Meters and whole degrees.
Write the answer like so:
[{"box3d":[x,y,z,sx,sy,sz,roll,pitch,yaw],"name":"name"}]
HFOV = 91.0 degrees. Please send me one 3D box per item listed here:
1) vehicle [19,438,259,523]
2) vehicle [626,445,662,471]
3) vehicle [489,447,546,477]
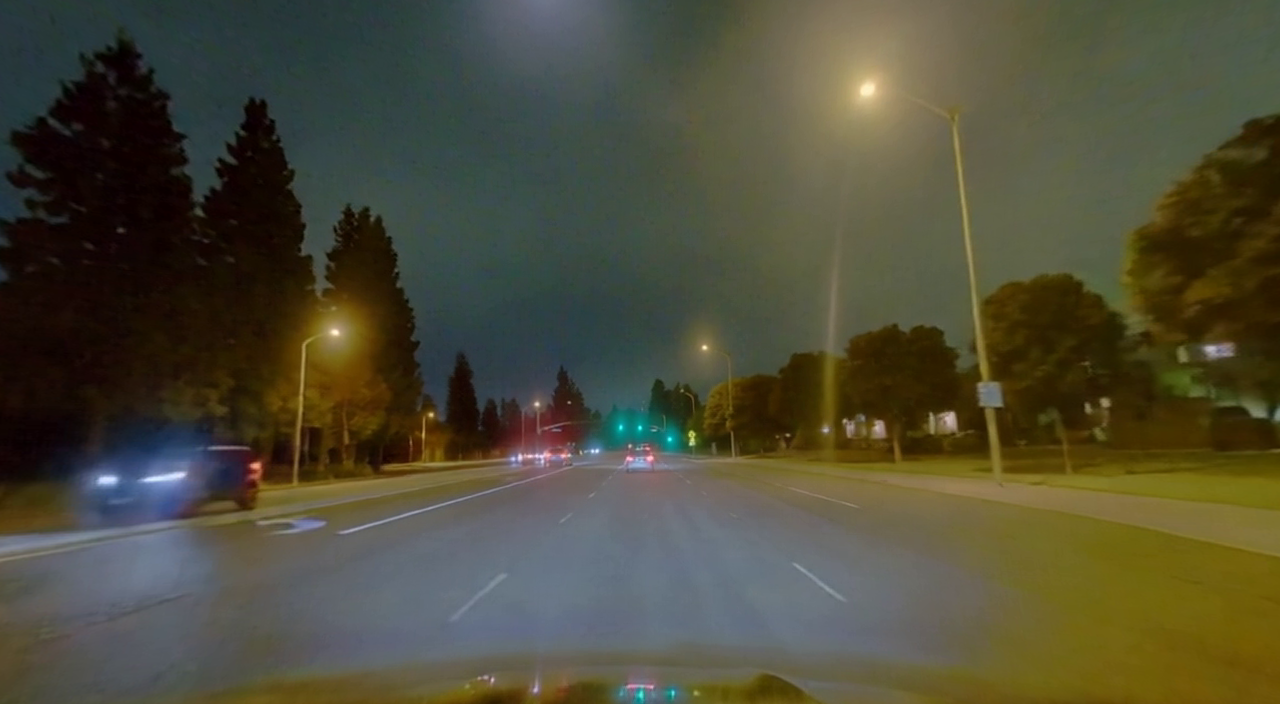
[{"box3d":[-13.602,3.482,17.765,2.301,1.967,5.468,0,-9,-1],"name":"vehicle"},{"box3d":[0.257,6.664,39.745,2.106,1.517,4.375,0,-9,0],"name":"vehicle"},{"box3d":[-6.422,5.824,33.487,2.014,1.472,4.357,0,-9,2],"name":"vehicle"}]
